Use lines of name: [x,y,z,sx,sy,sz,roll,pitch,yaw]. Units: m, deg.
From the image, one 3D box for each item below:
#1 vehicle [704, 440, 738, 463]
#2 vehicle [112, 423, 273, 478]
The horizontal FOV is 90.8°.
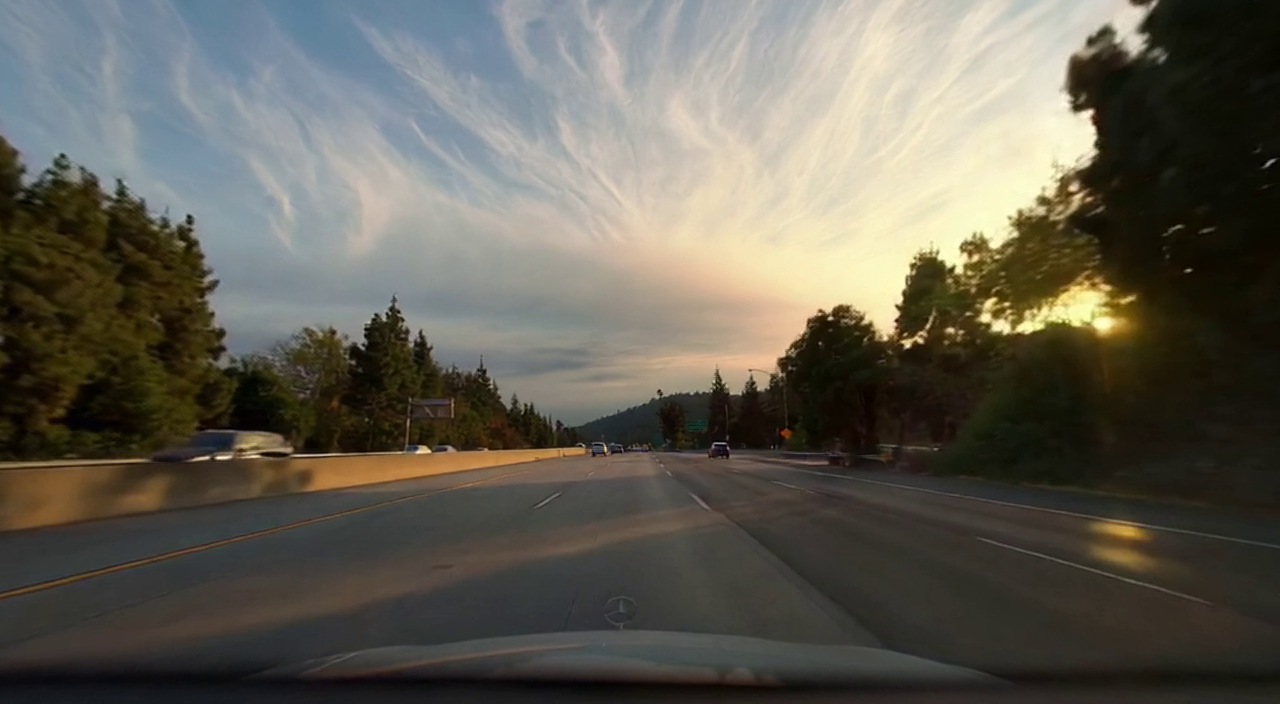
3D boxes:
vehicle: [6.252,7.767,49.227,2.081,1.705,3.926,0,-9,-1]
vehicle: [-14.769,3.303,21.256,2.004,1.621,4.599,0,-9,0]
